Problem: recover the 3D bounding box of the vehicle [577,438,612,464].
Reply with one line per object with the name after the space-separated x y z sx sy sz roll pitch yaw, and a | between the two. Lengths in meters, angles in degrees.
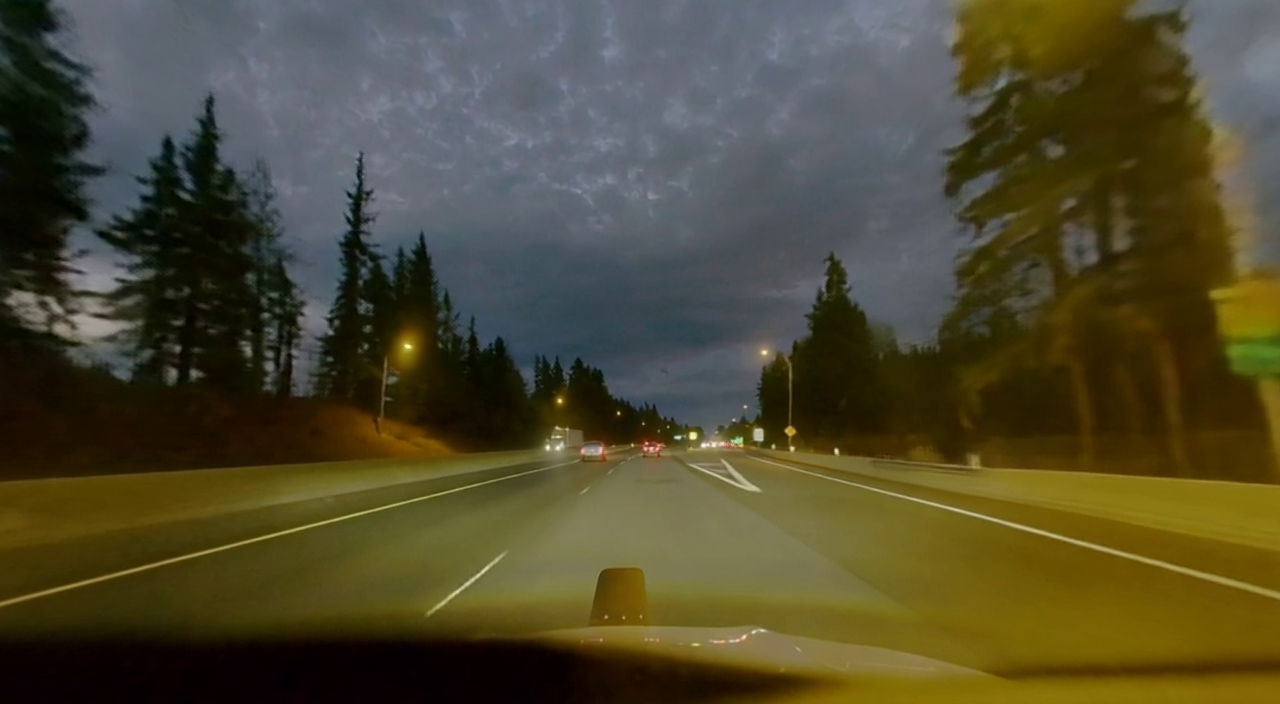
-3.260 7.200 45.927 2.129 1.742 4.217 -1 -8 2 | vehicle
